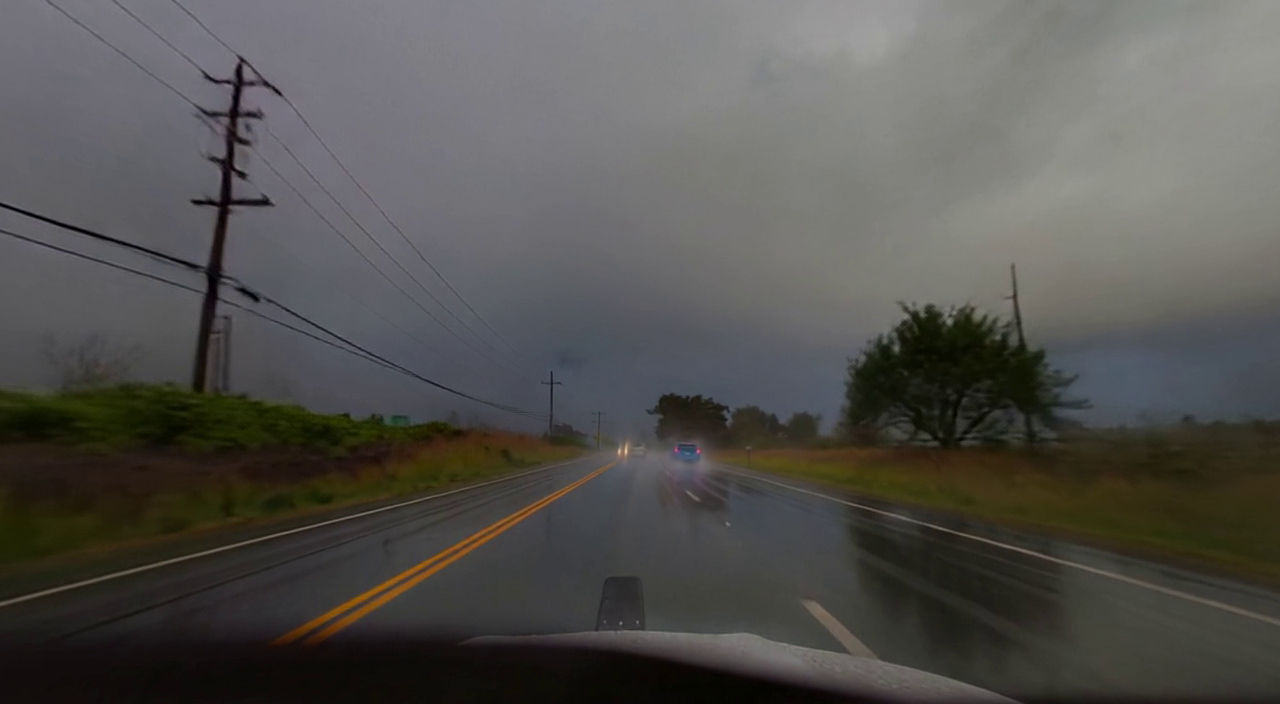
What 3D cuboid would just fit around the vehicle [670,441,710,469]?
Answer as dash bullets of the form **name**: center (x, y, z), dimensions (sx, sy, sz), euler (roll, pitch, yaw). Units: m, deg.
- **vehicle**: center (3.188, 6.671, 40.909), dimensions (2.135, 1.692, 4.185), euler (0, -9, -2)
